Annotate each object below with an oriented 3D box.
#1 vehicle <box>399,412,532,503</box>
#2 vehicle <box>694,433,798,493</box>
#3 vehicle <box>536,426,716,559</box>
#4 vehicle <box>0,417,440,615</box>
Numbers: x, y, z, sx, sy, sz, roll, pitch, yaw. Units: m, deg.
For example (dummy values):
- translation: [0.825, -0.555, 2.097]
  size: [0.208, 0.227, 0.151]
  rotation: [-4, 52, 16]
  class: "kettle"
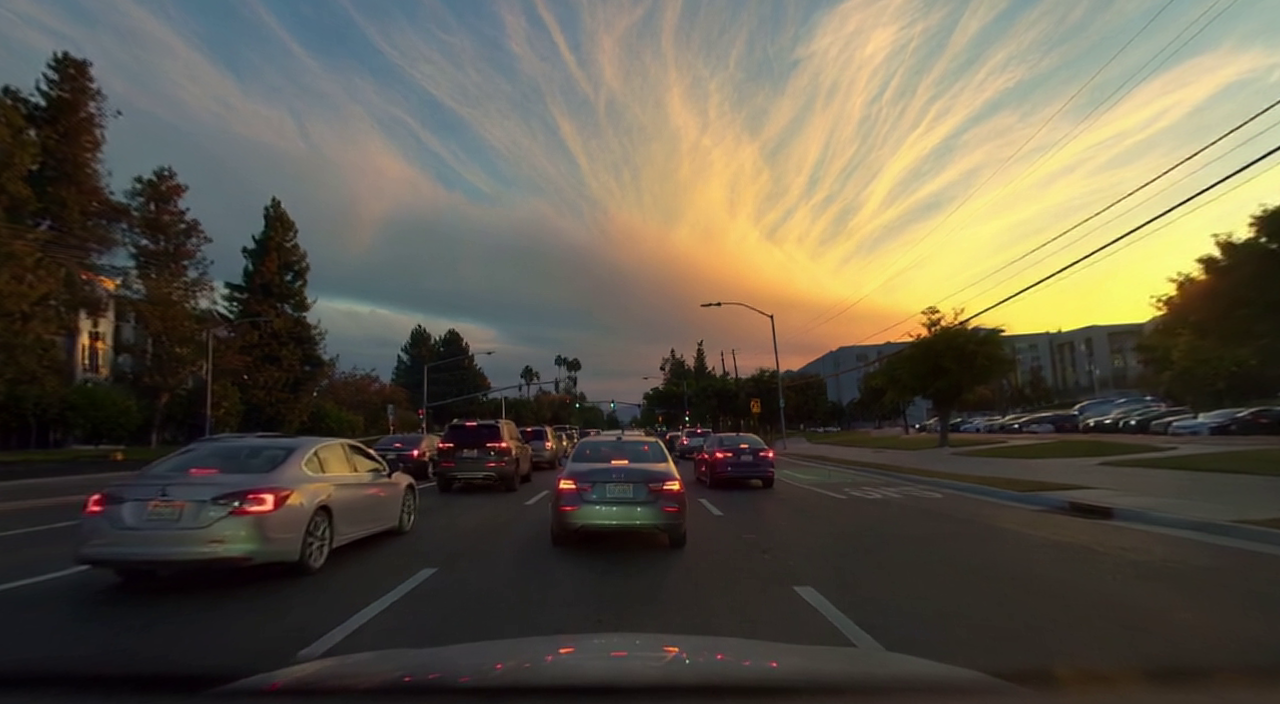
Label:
- translation: [-4.037, 2.531, 15.507]
  size: [2.054, 1.881, 4.469]
  rotation: [0, -8, -1]
  class: "vehicle"
- translation: [2.812, 3.059, 17.817]
  size: [1.978, 1.452, 4.381]
  rotation: [0, -8, -3]
  class: "vehicle"
- translation: [-0.227, 1.875, 9.162]
  size: [2.007, 1.467, 4.059]
  rotation: [0, -8, -2]
  class: "vehicle"
- translation: [-3.865, 1.543, 6.907]
  size: [1.985, 1.467, 4.224]
  rotation: [0, -8, -1]
  class: "vehicle"
